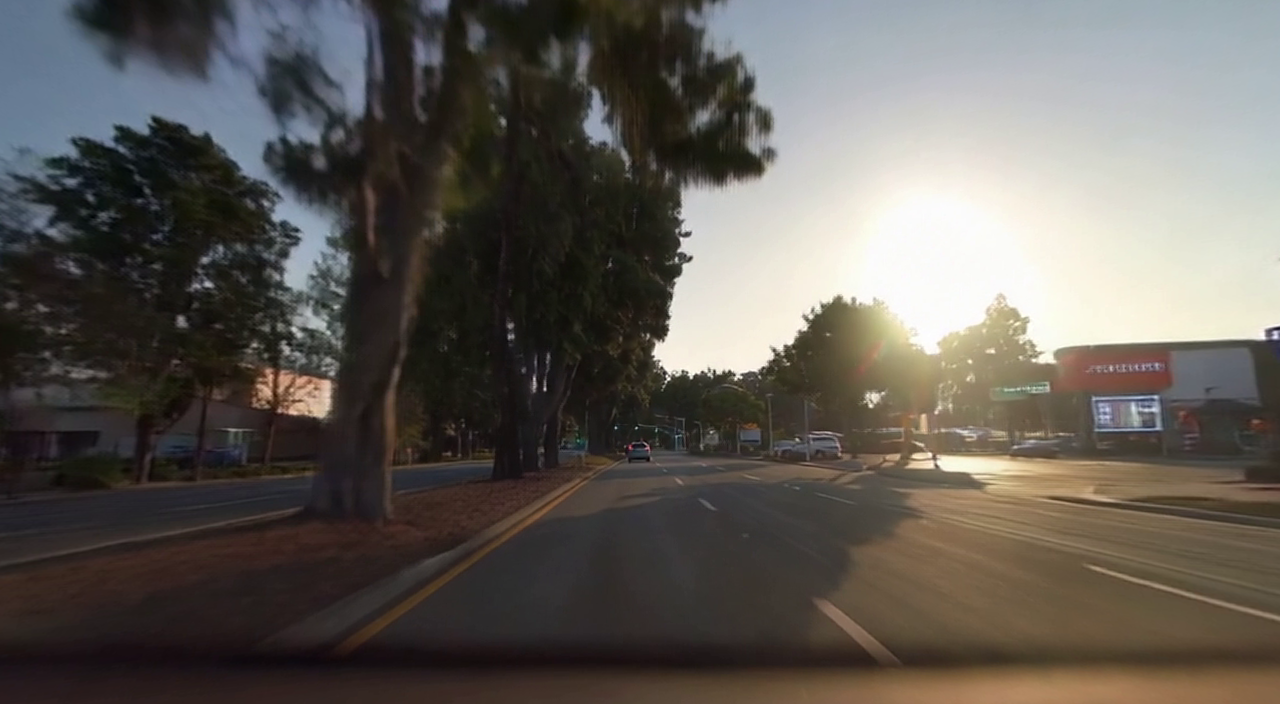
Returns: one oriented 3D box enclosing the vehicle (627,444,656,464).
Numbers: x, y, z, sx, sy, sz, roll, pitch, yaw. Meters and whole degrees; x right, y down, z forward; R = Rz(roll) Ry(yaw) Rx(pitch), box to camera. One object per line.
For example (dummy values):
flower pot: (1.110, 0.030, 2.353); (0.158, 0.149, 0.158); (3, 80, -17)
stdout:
vehicle: (0.109, 7.974, 49.699); (2.159, 1.461, 4.142); (0, -8, -1)
